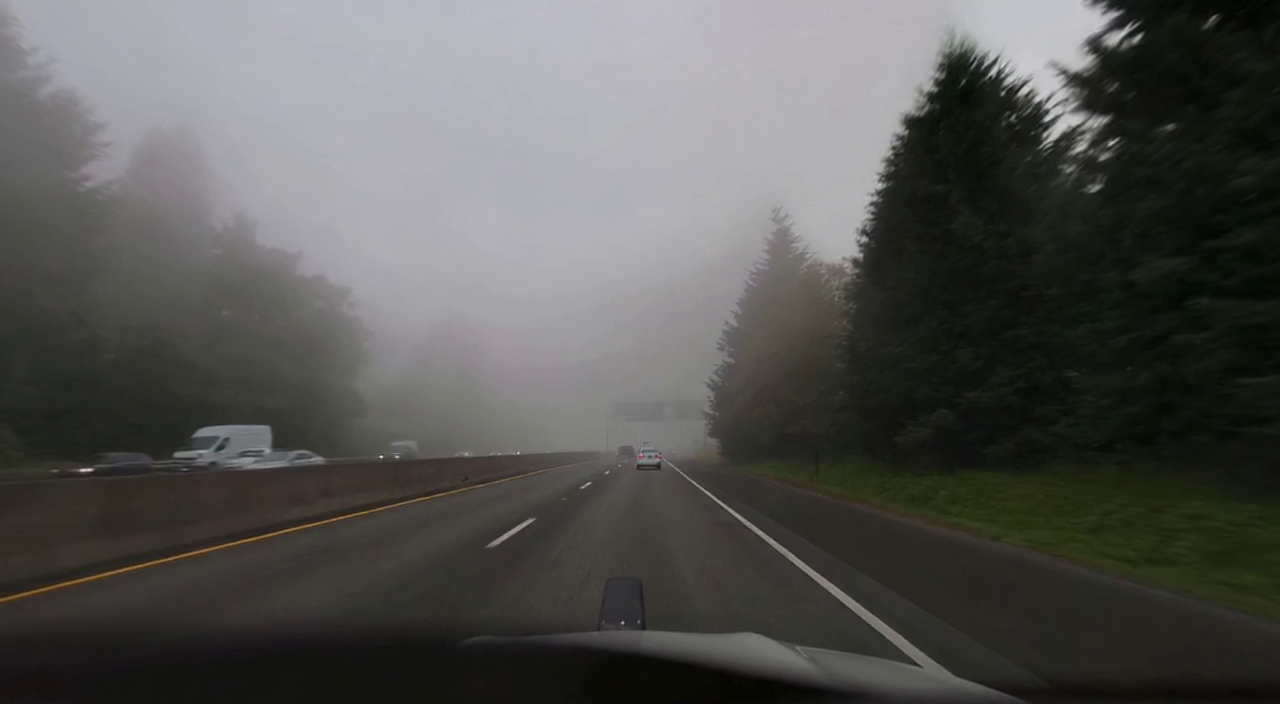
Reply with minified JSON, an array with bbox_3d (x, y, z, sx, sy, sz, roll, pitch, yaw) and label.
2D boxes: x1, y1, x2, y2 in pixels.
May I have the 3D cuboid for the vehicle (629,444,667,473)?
[{"bbox_3d":[0.391,5.755,34.095,1.960,1.456,3.818,0,-9,0],"label":"vehicle"}]

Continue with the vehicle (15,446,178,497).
[{"bbox_3d":[-20.658,4.524,24.321,2.085,1.735,4.687,0,-9,0],"label":"vehicle"}]

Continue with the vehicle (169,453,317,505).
[{"bbox_3d":[-12.789,4.082,20.705,1.950,1.477,4.403,0,-9,1],"label":"vehicle"}]
